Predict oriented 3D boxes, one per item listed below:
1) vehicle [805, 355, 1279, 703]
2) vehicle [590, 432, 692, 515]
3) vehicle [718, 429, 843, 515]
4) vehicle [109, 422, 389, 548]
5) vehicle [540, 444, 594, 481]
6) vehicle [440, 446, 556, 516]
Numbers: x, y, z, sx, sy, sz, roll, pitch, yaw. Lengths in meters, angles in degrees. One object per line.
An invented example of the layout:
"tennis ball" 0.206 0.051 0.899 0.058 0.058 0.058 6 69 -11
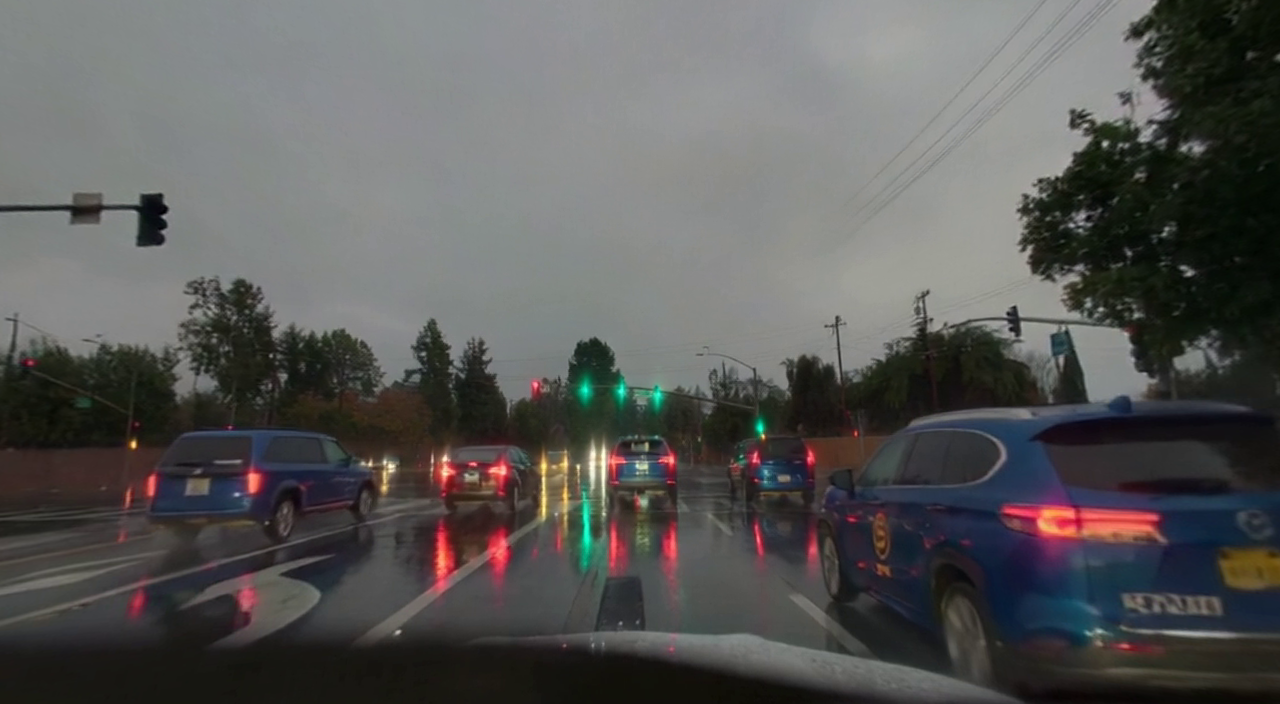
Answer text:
"vehicle" 2.782 1.165 4.410 2.034 1.655 4.465 0 -9 0
"vehicle" 0.014 2.853 15.246 2.111 1.712 4.078 0 -9 0
"vehicle" 3.267 2.902 15.778 1.999 1.789 4.583 0 -9 -1
"vehicle" -6.624 2.285 11.555 2.116 1.812 4.609 0 -9 0
"vehicle" -3.419 5.275 30.379 1.939 1.652 4.268 0 -9 1
"vehicle" -3.317 3.089 15.712 1.881 1.466 4.484 0 -9 0
